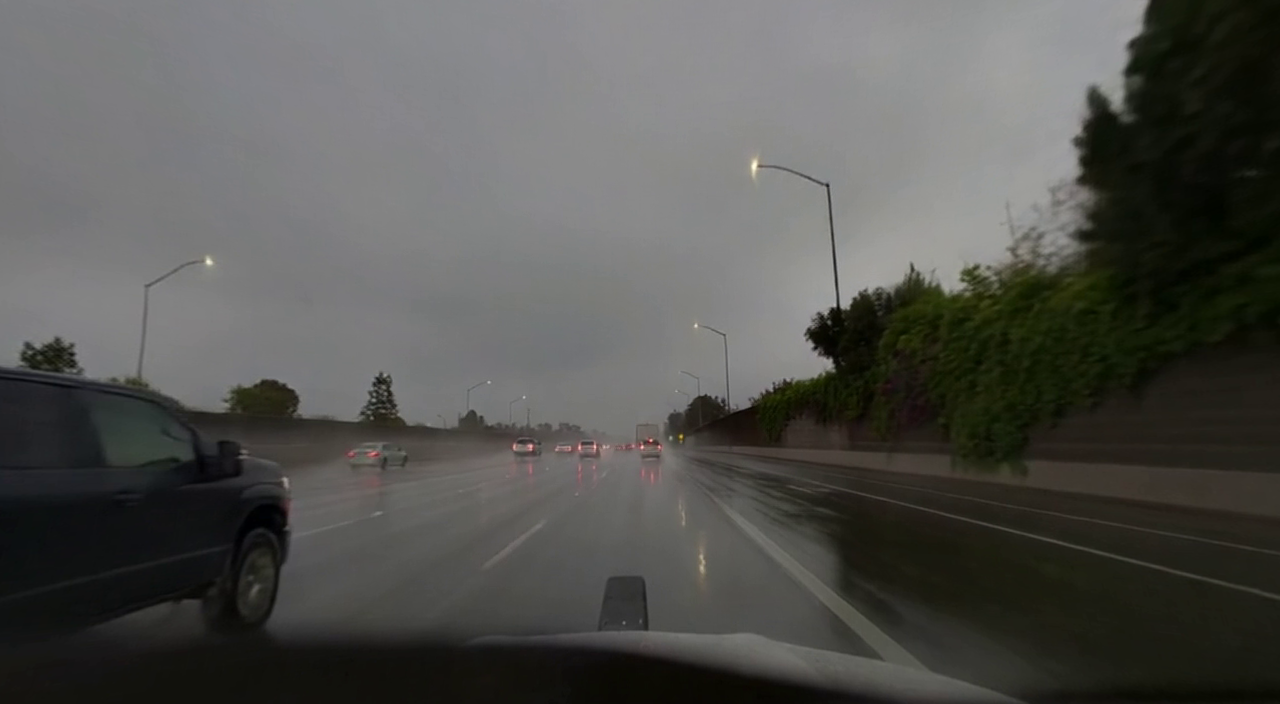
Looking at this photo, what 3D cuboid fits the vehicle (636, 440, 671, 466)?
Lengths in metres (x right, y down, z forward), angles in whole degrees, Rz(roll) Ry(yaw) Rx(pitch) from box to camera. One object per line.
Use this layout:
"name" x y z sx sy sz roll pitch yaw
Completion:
"vehicle" 0.804 6.213 39.111 2.073 1.480 4.343 0 -8 0

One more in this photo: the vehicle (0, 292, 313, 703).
"vehicle" -3.232 0.634 1.633 2.124 1.787 4.830 0 -8 1

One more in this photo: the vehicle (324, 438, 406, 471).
"vehicle" -13.564 5.065 31.443 1.952 1.469 4.639 0 -8 1

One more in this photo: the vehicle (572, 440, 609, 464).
"vehicle" -3.143 6.448 40.889 2.056 1.480 4.022 0 -8 1
